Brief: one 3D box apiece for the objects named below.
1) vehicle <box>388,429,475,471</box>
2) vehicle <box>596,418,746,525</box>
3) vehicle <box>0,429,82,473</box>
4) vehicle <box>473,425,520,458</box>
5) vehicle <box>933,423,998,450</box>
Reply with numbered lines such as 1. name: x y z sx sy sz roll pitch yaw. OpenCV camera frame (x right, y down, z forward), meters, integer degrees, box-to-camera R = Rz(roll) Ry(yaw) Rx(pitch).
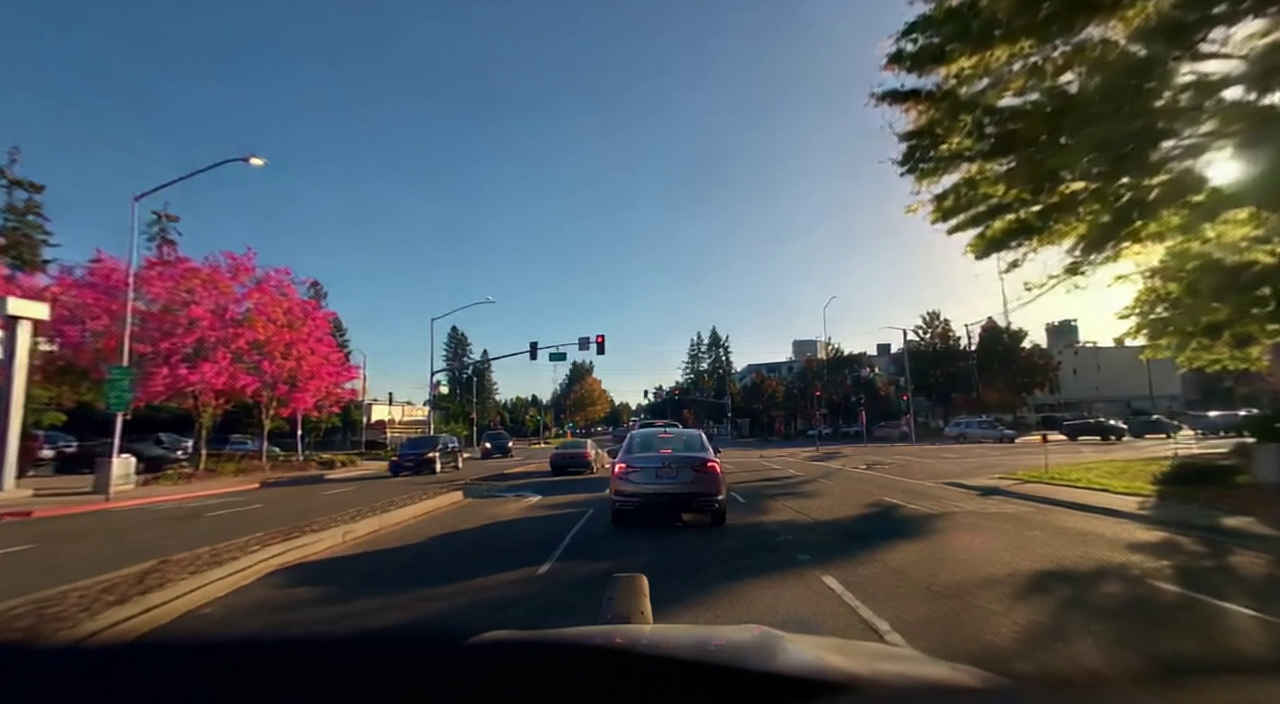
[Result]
1. vehicle: -8.937 4.251 27.448 2.108 1.671 4.535 0 -8 2
2. vehicle: 0.487 1.977 10.964 2.112 1.482 4.057 0 -8 2
3. vehicle: -27.280 4.237 27.019 1.946 1.816 4.792 -1 -8 7
4. vehicle: -9.749 6.058 42.549 2.378 2.084 5.225 3 -9 -19
5. vehicle: 19.921 5.187 38.519 4.091 1.495 2.053 7 -11 -41
